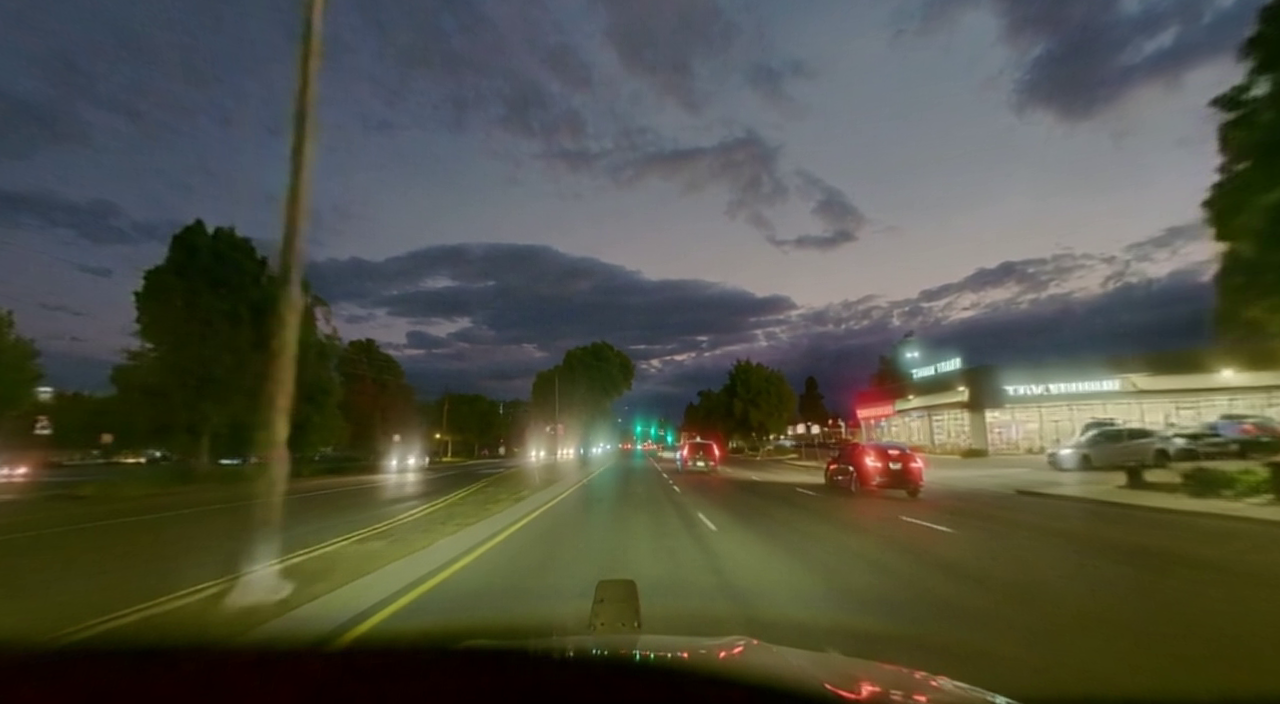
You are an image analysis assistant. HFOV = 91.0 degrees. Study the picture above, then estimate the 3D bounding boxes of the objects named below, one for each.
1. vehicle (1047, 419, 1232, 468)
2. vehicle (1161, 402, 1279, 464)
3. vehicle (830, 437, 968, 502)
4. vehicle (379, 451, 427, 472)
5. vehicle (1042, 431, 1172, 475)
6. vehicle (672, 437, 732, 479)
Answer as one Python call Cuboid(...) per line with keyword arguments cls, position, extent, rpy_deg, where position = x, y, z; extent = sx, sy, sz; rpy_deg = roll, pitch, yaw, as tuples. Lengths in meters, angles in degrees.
Cuboid(cls="vehicle", position=(22.891, 4.303, 29.465), extent=(2.858, 2.005, 6.831), rpy_deg=(1, -8, -2))
Cuboid(cls="vehicle", position=(28.255, 3.896, 29.645), extent=(2.438, 2.602, 5.677), rpy_deg=(0, -9, 0))
Cuboid(cls="vehicle", position=(6.806, 3.118, 17.097), extent=(1.886, 1.528, 4.169), rpy_deg=(0, -9, -1))
Cuboid(cls="vehicle", position=(-17.987, 8.349, 48.053), extent=(1.851, 1.480, 4.501), rpy_deg=(0, -9, 1))
Cuboid(cls="vehicle", position=(18.745, 4.065, 25.392), extent=(3.719, 1.537, 1.807), rpy_deg=(-3, -9, -1))
Cuboid(cls="vehicle", position=(2.649, 4.659, 27.908), extent=(2.161, 1.676, 4.151), rpy_deg=(0, -9, -1))
